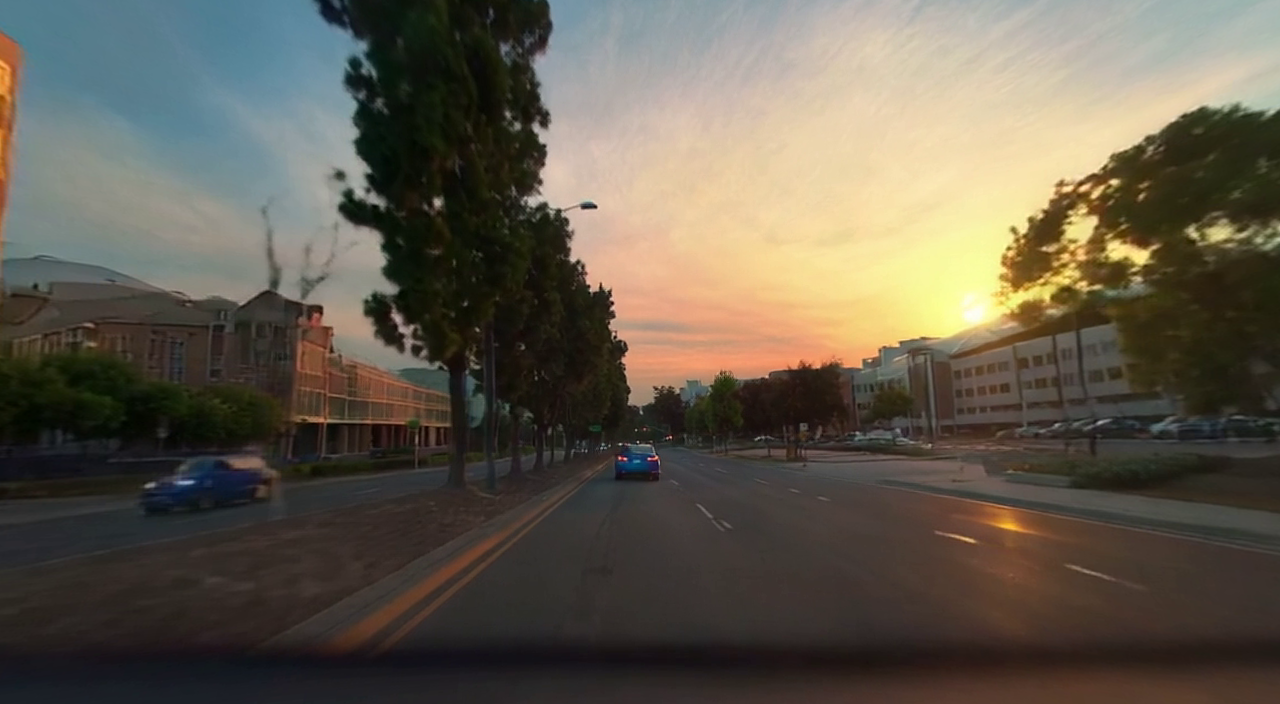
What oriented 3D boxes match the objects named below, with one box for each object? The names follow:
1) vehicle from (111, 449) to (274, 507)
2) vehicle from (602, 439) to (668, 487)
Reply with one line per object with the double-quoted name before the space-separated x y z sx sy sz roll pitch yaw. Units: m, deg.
"vehicle" -14.722 4.121 21.202 2.019 1.681 4.548 -1 -8 2
"vehicle" -0.169 3.819 22.082 2.042 1.479 4.601 0 -8 0
